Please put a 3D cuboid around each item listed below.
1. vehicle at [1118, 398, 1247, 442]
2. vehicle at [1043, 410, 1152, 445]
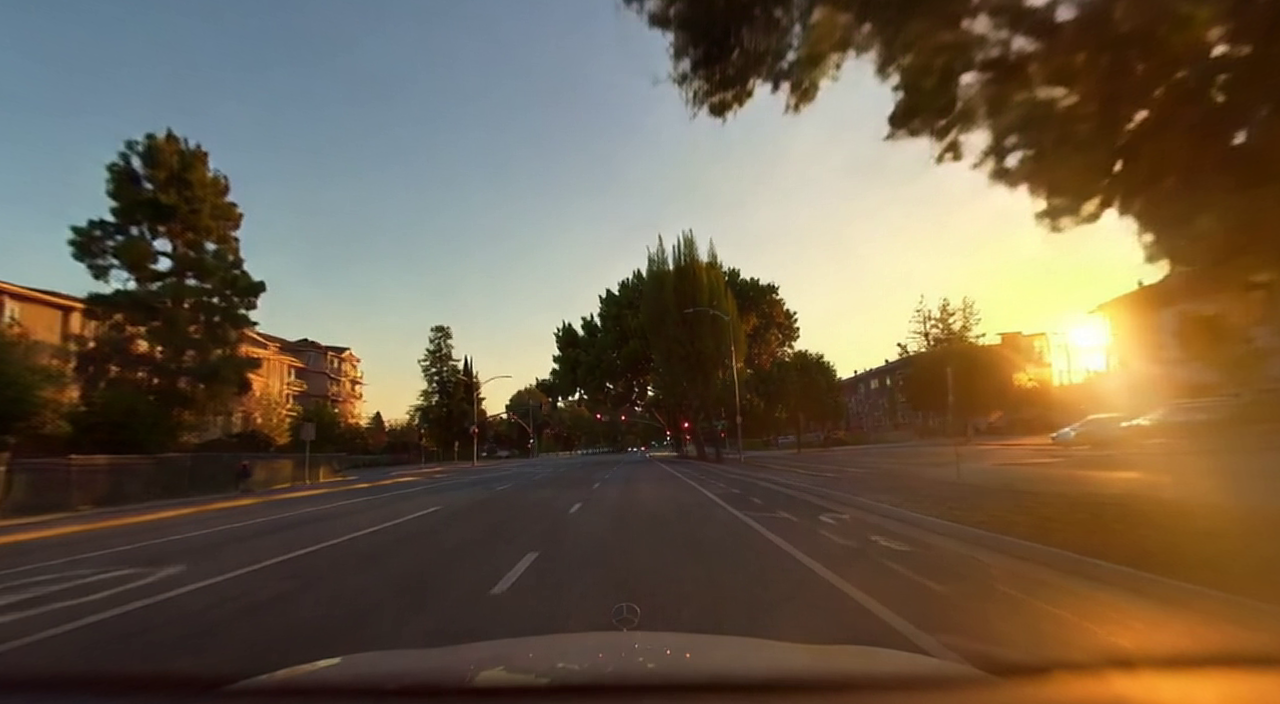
[{"bbox_3d":[26.692,3.434,31.350,2.081,1.949,4.635,3,-8,-5],"label":"vehicle"},{"bbox_3d":[22.777,3.858,31.716,1.911,1.598,4.322,1,-9,-6],"label":"vehicle"}]
